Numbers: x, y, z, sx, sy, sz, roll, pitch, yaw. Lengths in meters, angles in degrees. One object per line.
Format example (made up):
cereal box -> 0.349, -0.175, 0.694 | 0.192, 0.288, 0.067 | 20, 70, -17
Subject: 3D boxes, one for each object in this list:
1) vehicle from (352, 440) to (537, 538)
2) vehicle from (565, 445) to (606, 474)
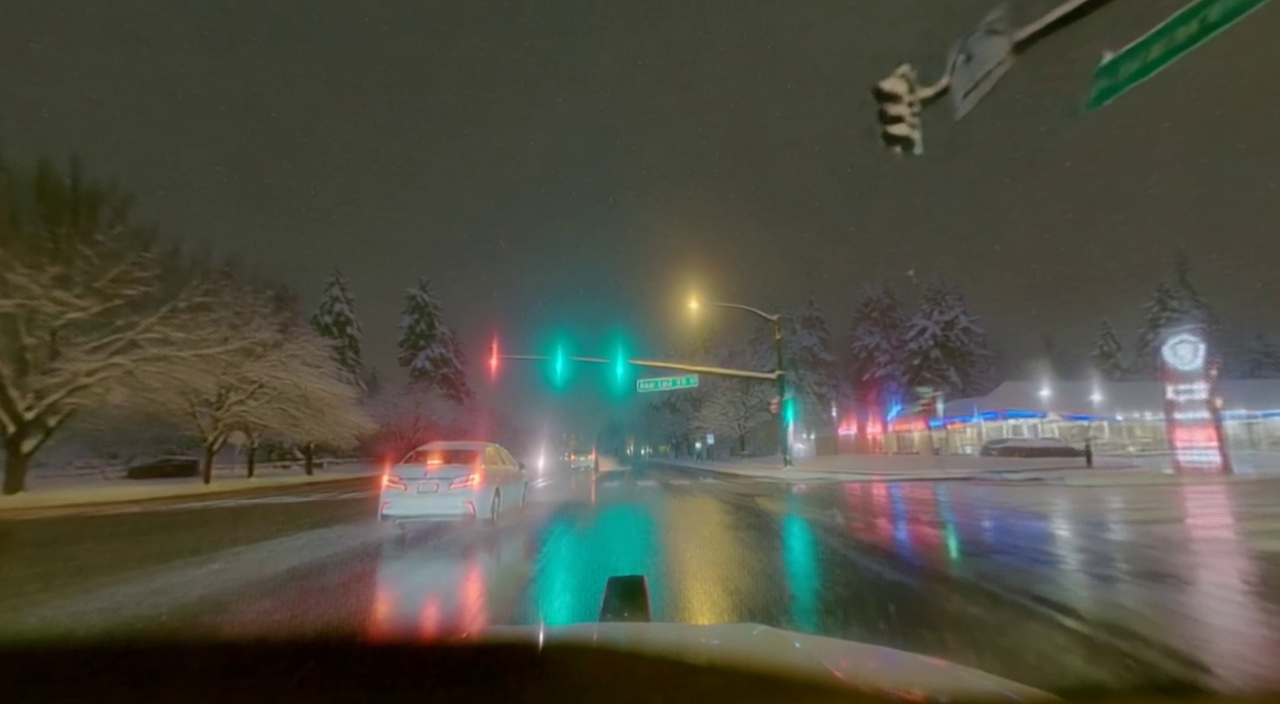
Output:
vehicle -> -3.356, 2.433, 11.883 | 2.018, 1.477, 4.401 | 0, -9, 1
vehicle -> -3.358, 6.699, 39.630 | 2.109, 1.692, 4.220 | 0, -9, 0
